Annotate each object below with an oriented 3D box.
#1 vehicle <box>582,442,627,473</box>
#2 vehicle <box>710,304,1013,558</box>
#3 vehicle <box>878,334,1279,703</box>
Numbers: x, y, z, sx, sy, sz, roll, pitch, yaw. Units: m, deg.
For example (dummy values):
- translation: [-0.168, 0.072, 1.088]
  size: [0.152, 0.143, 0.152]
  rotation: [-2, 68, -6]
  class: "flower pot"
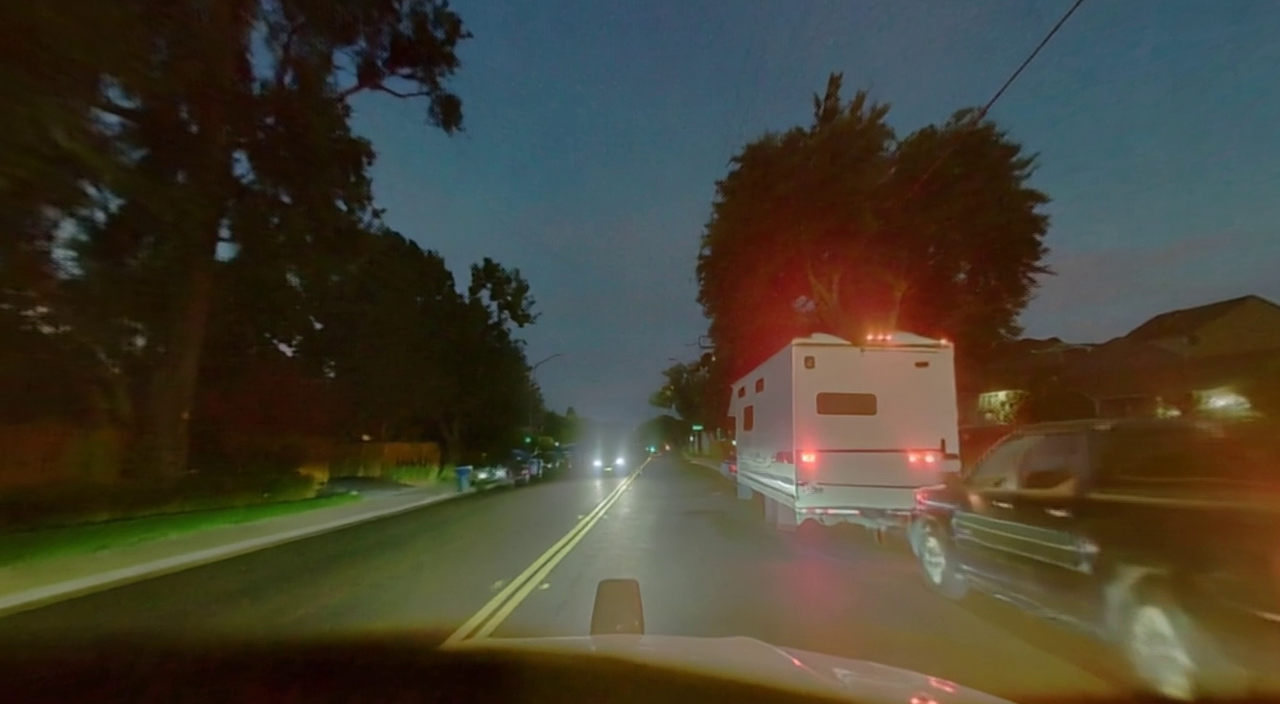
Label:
- translation: [-2.037, 6.286, 37.716]
  size: [2.194, 1.763, 4.288]
  rotation: [-1, -9, 3]
  class: "vehicle"
- translation: [3.583, 1.838, 14.127]
  size: [3.052, 3.440, 11.052]
  rotation: [-1, -8, 2]
  class: "vehicle"
- translation: [3.475, 1.102, 4.211]
  size: [1.980, 1.782, 4.627]
  rotation: [0, -9, 1]
  class: "vehicle"
